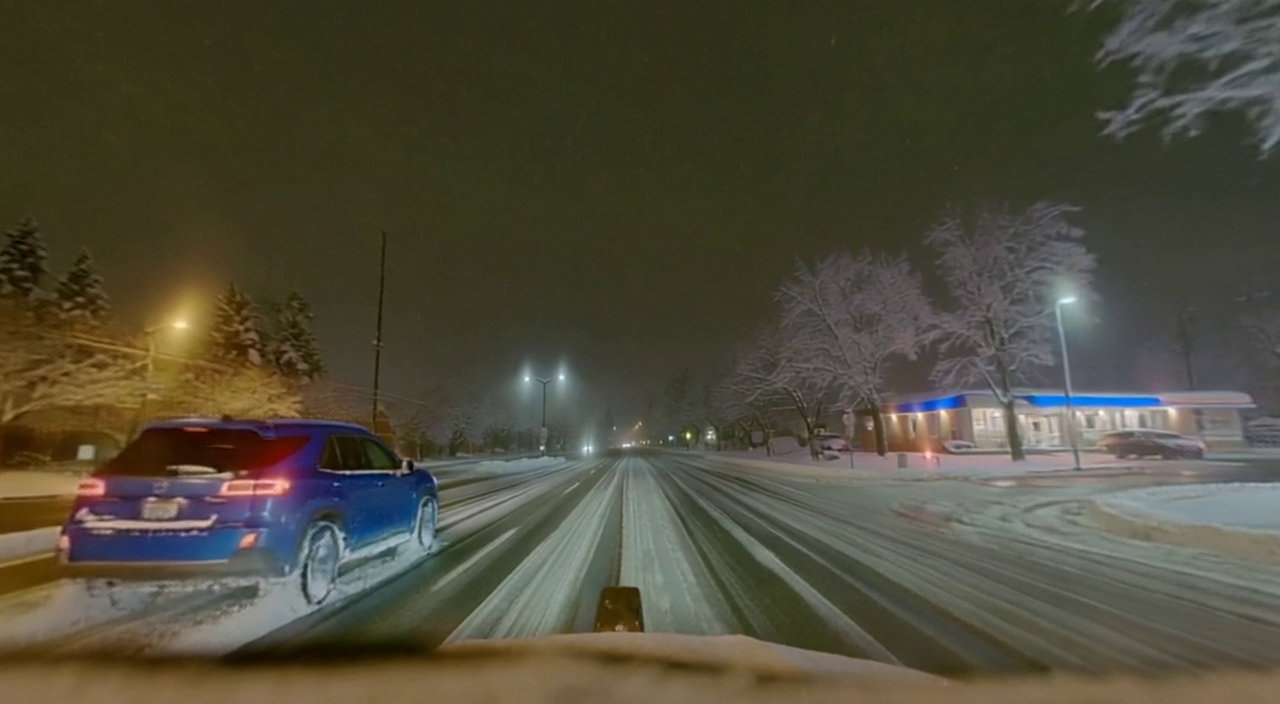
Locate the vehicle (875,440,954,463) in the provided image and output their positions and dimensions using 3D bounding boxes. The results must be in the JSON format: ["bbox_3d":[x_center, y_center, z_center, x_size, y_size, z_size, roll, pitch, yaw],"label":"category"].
[{"bbox_3d":[18.242,6.619,41.982,4.398,1.457,1.806,0,-9,1],"label":"vehicle"}]

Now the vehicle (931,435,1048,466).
[{"bbox_3d":[17.427,4.955,31.616,4.671,1.466,1.937,0,-9,5],"label":"vehicle"}]

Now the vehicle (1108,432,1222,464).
[{"bbox_3d":[30.085,5.514,36.205,4.507,1.752,2.016,-1,-9,9],"label":"vehicle"}]

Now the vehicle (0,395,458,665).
[{"bbox_3d":[-3.527,1.450,6.309,2.039,1.656,4.710,0,-9,-1],"label":"vehicle"}]

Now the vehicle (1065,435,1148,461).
[{"bbox_3d":[30.706,6.353,41.530,3.806,1.635,1.937,-1,-9,7],"label":"vehicle"}]
